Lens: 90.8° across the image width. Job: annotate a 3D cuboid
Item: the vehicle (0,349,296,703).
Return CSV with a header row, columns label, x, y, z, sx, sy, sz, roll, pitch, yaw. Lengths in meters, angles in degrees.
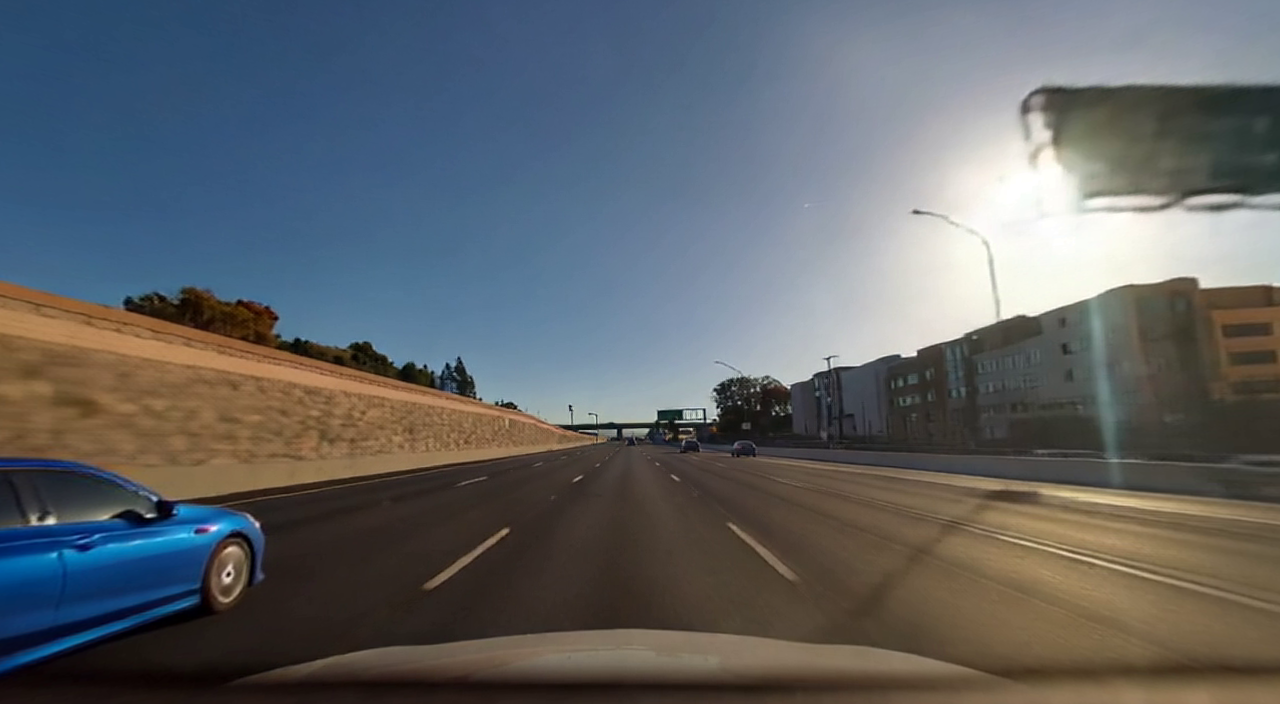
label,x,y,z,sx,sy,sz,roll,pitch,yaw
vehicle,-3.800,0.839,2.880,2.070,1.641,4.315,0,-8,-1
